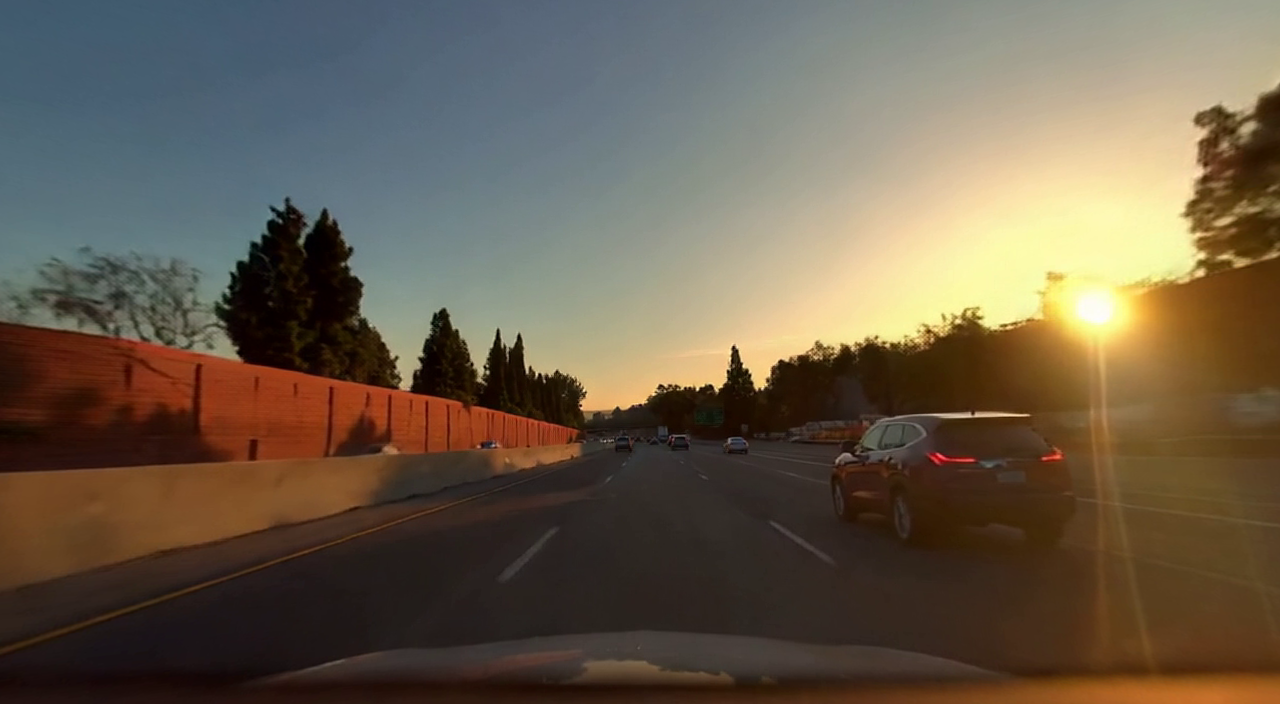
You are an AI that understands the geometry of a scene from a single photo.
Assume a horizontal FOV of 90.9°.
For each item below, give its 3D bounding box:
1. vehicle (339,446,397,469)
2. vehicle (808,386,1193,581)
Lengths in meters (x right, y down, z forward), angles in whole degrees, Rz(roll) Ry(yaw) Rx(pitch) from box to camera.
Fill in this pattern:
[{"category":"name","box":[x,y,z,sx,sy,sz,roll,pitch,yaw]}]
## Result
[{"category":"vehicle","box":[-18.008,6.973,41.933,1.805,1.465,4.453,-1,-8,1]},{"category":"vehicle","box":[3.973,1.556,8.231,2.190,1.783,4.637,0,-8,-1]}]
